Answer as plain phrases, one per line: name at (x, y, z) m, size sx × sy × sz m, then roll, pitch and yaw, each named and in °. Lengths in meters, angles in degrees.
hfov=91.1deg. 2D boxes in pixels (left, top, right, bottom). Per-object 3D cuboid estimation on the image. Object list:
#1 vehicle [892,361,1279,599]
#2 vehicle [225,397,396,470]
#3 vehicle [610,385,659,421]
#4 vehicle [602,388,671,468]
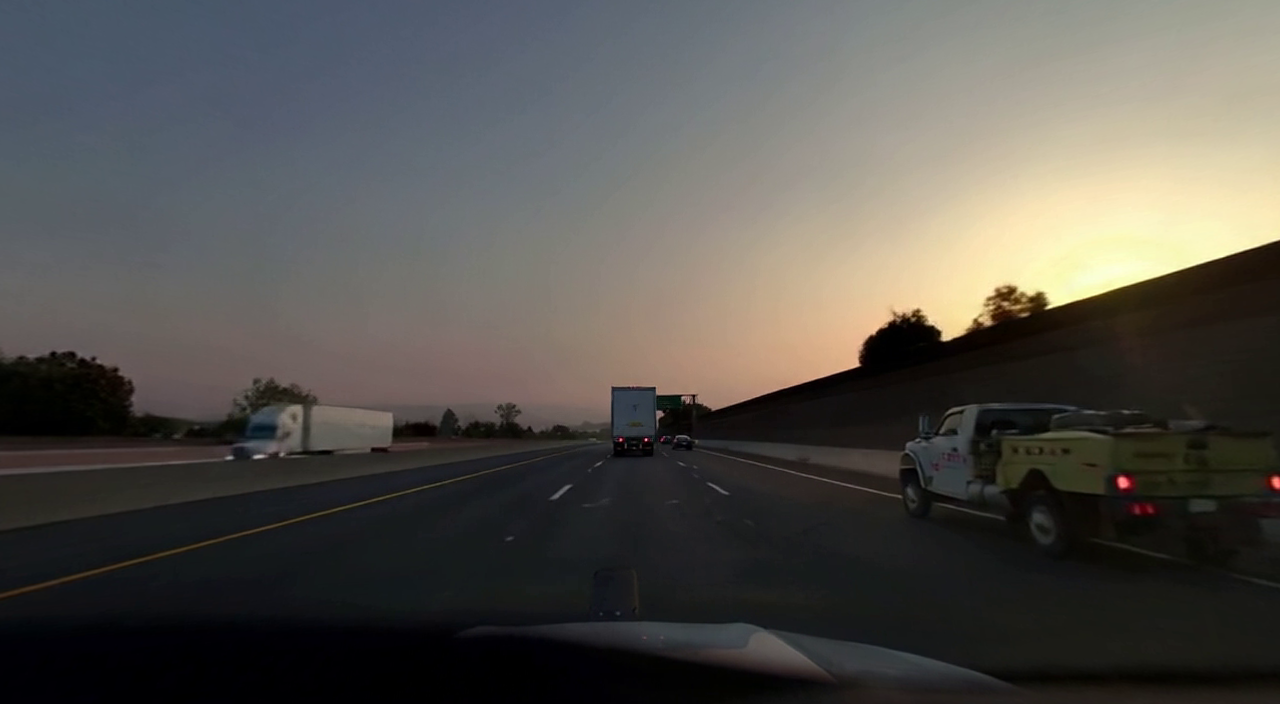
vehicle at (4.939, 1.284, 7.223) m, size 2.091 × 1.829 × 4.625 m, roll 0°, pitch -8°, yaw -1°
vehicle at (-18.209, 4.745, 36.477) m, size 2.989 × 3.480 × 12.878 m, roll 0°, pitch -8°, yaw 0°
vehicle at (-0.259, 2.475, 29.594) m, size 2.112 × 1.472 × 4.240 m, roll 0°, pitch -8°, yaw 0°
vehicle at (-0.358, 4.063, 33.768) m, size 2.953 × 3.406 × 13.372 m, roll 1°, pitch -7°, yaw -2°
